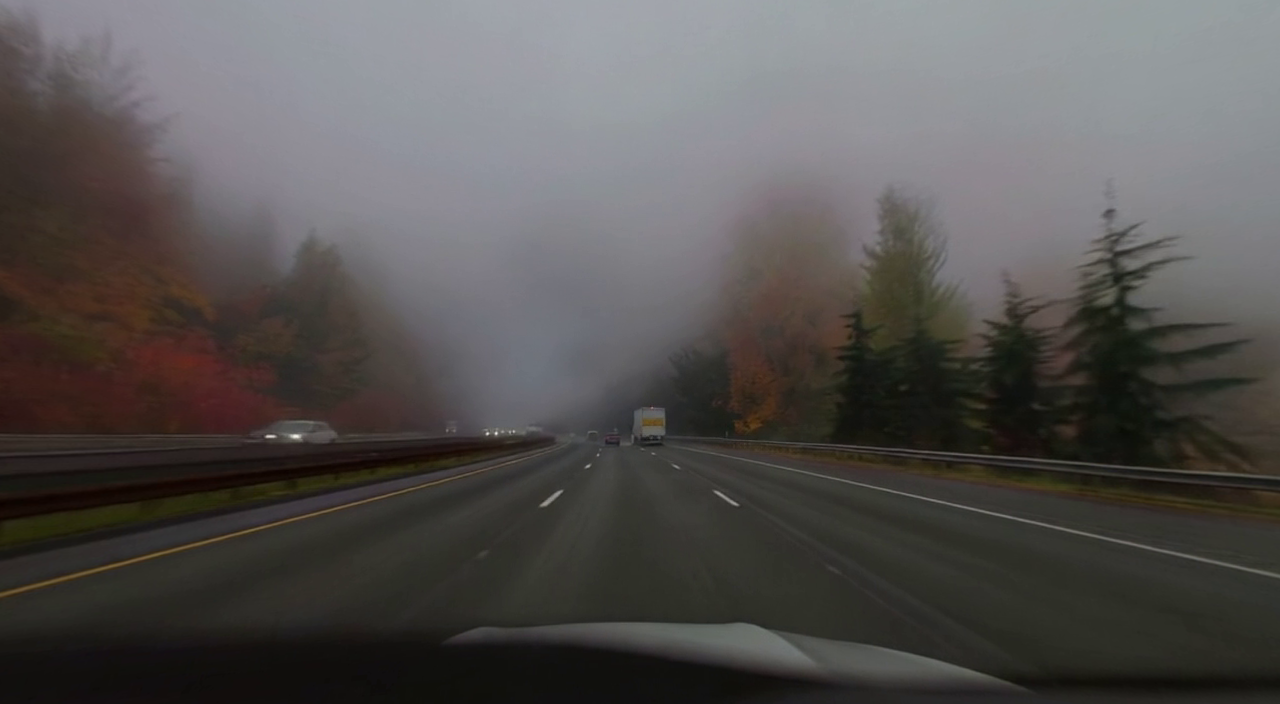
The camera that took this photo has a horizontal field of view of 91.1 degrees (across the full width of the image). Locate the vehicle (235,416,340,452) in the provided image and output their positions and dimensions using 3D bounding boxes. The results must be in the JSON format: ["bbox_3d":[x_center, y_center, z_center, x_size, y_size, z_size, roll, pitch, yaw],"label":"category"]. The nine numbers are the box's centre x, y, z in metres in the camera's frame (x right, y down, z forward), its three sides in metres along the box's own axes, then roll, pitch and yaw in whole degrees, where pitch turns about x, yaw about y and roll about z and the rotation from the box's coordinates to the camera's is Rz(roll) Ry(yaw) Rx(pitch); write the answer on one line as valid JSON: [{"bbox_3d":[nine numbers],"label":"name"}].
[{"bbox_3d":[-21.100,4.990,38.058,2.905,1.965,6.093,0,-8,-1],"label":"vehicle"}]
